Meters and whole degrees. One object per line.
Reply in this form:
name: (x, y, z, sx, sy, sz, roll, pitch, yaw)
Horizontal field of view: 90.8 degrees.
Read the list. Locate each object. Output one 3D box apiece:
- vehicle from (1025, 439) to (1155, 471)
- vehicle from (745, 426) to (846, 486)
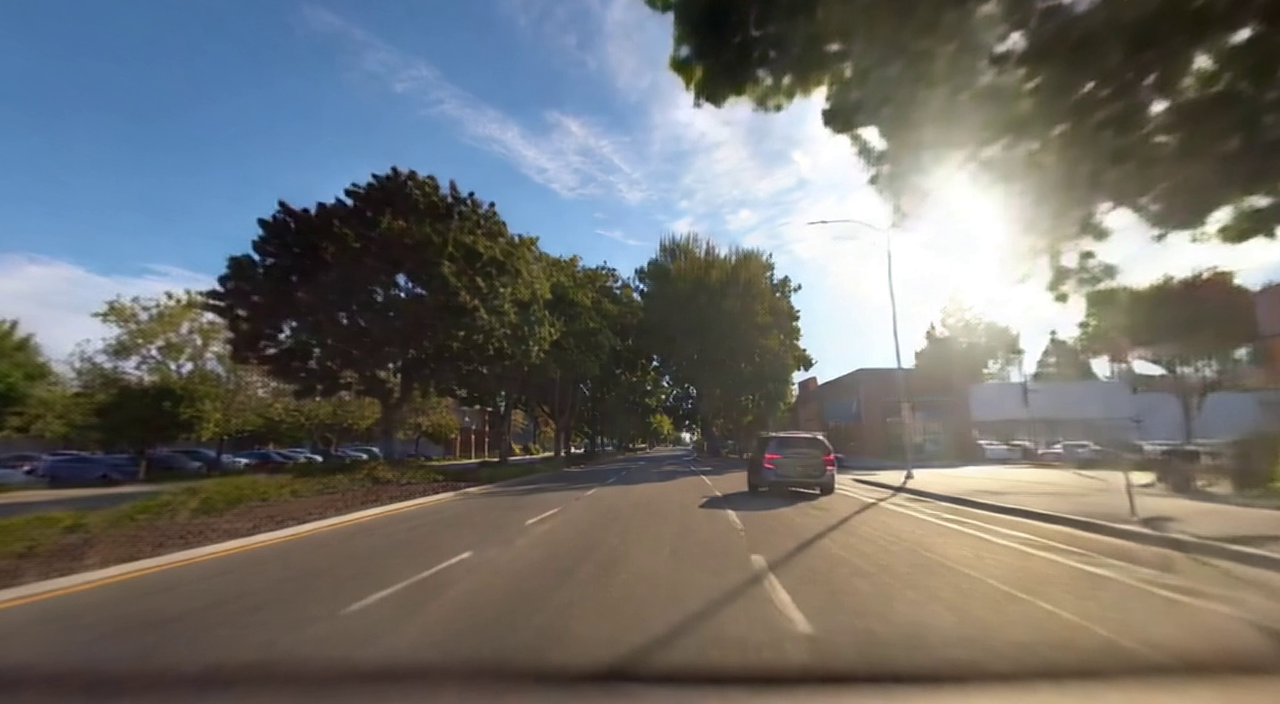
vehicle: (21.737, 4.991, 30.707, 4.698, 1.465, 1.914, -1, -8, 7)
vehicle: (6.064, 3.904, 24.155, 2.477, 1.991, 5.157, -4, -9, 28)
